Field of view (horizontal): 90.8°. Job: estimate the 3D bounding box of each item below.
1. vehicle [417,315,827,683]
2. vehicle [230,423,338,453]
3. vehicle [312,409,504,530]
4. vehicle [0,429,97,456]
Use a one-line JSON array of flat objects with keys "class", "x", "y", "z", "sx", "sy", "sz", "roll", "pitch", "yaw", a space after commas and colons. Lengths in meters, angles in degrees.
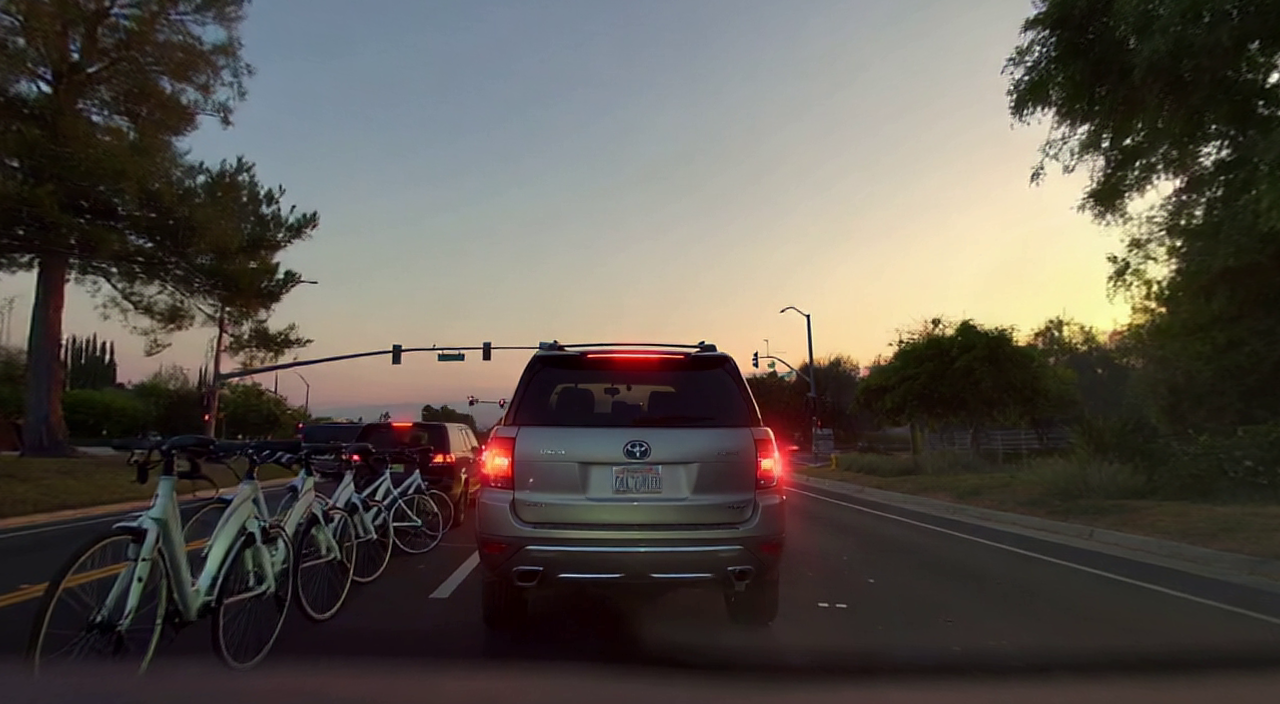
[{"class": "vehicle", "x": -0.243, "y": 1.156, "z": 6.005, "sx": 2.333, "sy": 2.087, "sz": 4.586, "roll": 1, "pitch": -8, "yaw": -4}, {"class": "vehicle", "x": -26.961, "y": 6.560, "z": 48.058, "sx": 6.559, "sy": 2.240, "sz": 2.442, "roll": 1, "pitch": -9, "yaw": -9}, {"class": "vehicle", "x": -4.198, "y": 2.226, "z": 12.623, "sx": 2.337, "sy": 1.858, "sz": 5.409, "roll": 1, "pitch": -9, "yaw": -7}, {"class": "vehicle", "x": -35.665, "y": 5.448, "z": 38.098, "sx": 3.926, "sy": 1.536, "sz": 1.731, "roll": 0, "pitch": -7, "yaw": -9}]
